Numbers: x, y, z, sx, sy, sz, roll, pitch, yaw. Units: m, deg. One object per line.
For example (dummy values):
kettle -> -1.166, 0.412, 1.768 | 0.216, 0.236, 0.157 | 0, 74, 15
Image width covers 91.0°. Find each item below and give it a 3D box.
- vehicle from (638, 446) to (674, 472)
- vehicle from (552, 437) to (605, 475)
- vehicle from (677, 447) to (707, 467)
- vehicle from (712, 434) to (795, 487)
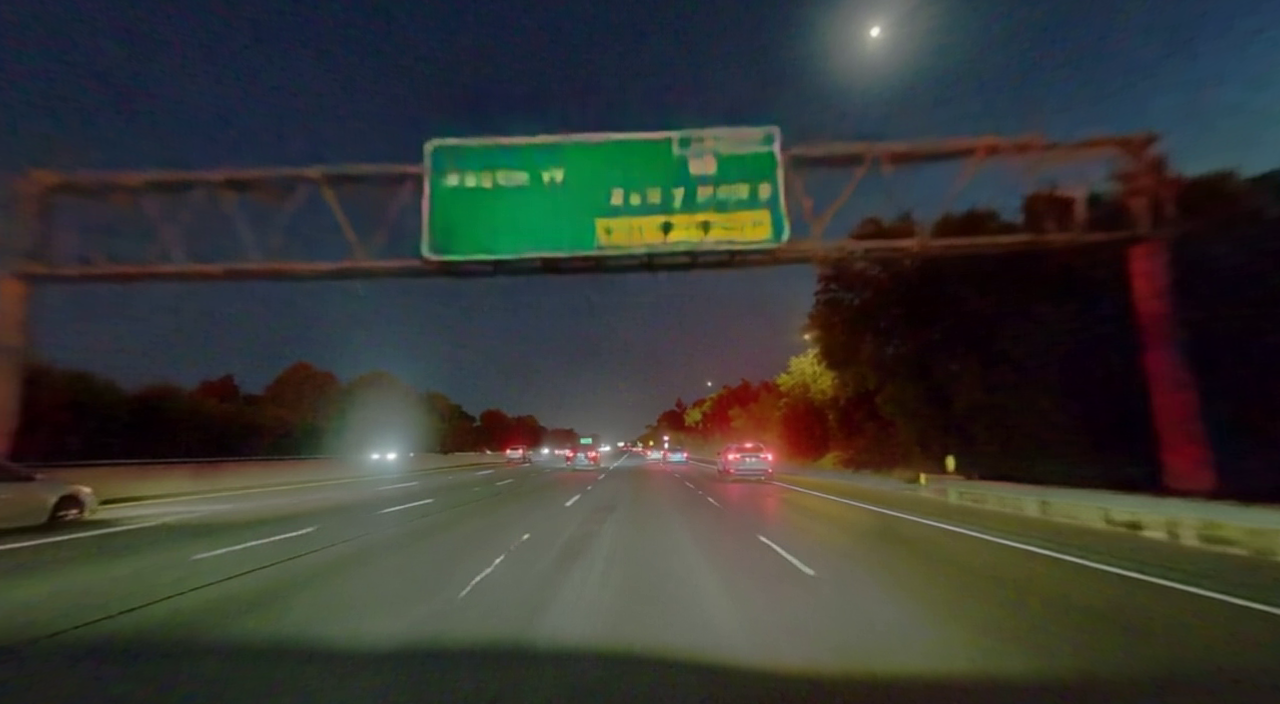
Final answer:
vehicle -> 0.985, 6.711, 39.761 | 2.126, 1.529, 4.438 | 0, -9, 1
vehicle -> -3.337, 5.828, 35.462 | 2.449, 1.929, 5.503 | 0, -9, 0
vehicle -> 4.004, 8.135, 48.933 | 1.929, 1.485, 4.482 | 0, -9, 0
vehicle -> 4.152, 4.090, 23.968 | 2.218, 1.776, 4.807 | 0, -9, 0
